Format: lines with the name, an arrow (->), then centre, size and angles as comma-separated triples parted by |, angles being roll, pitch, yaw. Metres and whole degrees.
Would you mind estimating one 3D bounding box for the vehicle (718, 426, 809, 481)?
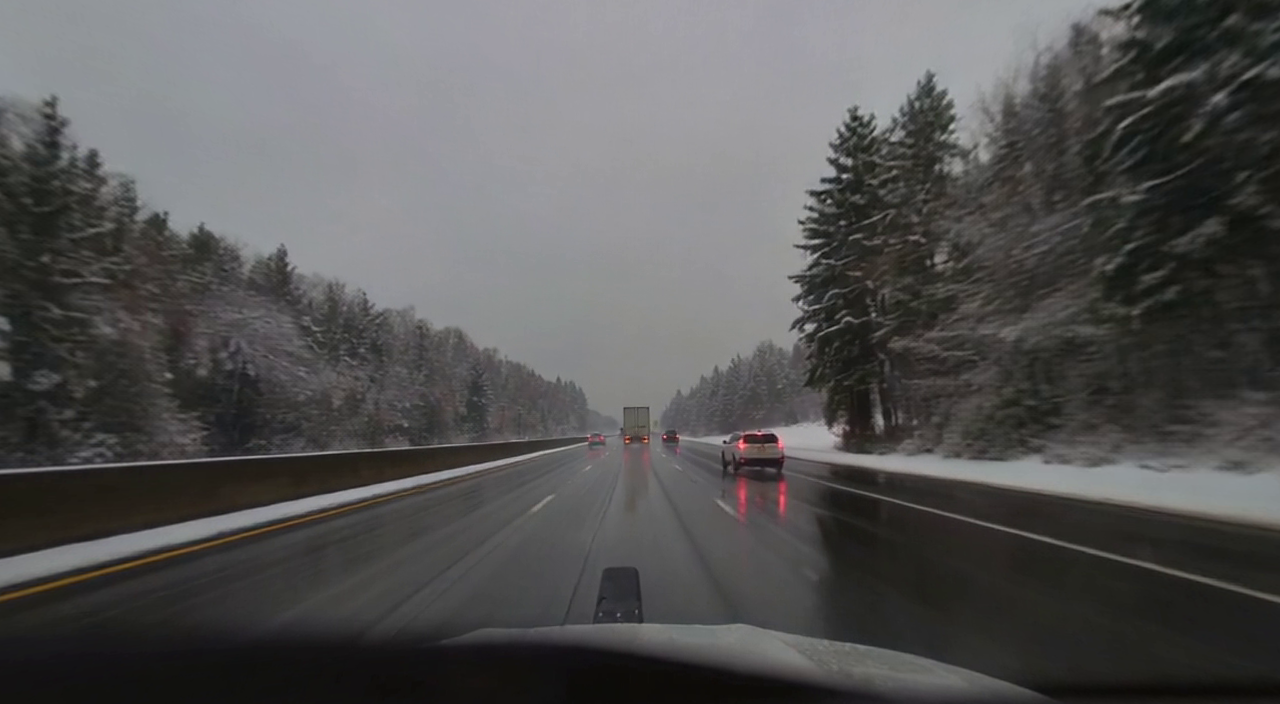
vehicle -> 3.662, 3.086, 19.421 | 1.882, 1.492, 3.958 | 0, -8, -2
